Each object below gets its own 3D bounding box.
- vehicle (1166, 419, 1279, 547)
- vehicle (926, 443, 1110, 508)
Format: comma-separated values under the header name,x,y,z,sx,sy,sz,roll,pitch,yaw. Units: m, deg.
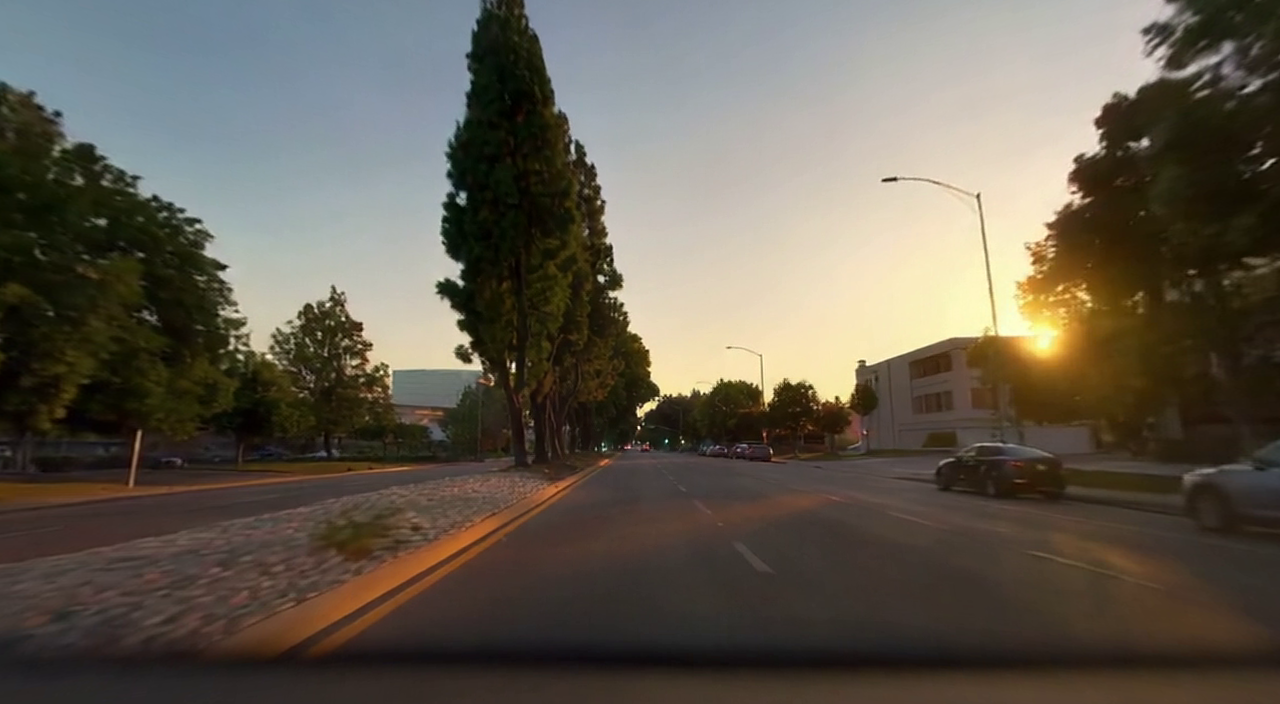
name,x,y,z,sx,sy,sz,roll,pitch,yaw
vehicle,9.863,1.738,8.217,2.018,1.742,4.547,0,-9,-1
vehicle,9.912,3.239,17.160,1.996,1.488,4.810,0,-9,0
